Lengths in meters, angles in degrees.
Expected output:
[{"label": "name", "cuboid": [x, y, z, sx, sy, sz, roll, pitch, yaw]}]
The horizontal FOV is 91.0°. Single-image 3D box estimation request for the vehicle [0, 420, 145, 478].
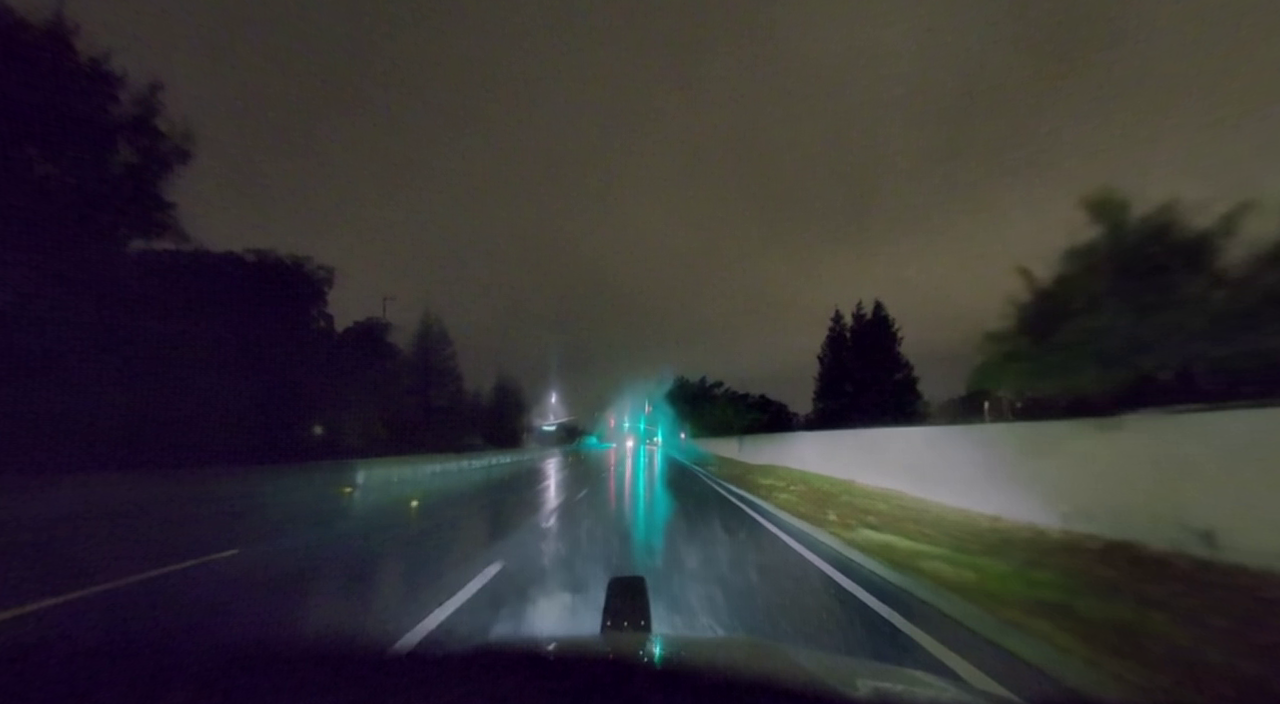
[{"label": "vehicle", "cuboid": [-46.290, 7.472, 49.066, 2.914, 3.973, 17.272, 2, -8, -5]}]
